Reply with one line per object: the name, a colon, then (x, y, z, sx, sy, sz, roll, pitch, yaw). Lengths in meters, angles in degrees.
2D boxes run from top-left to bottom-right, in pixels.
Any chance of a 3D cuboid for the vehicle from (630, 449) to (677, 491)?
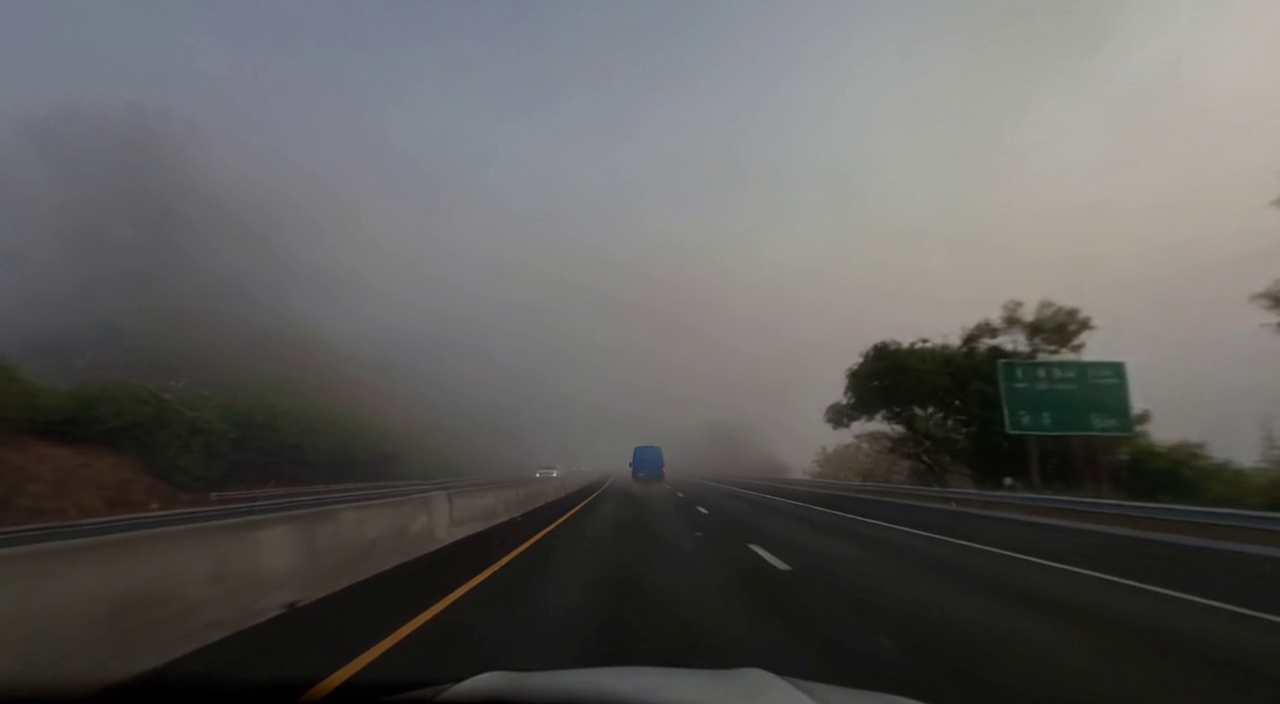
vehicle: (0.693, 6.635, 35.441, 2.429, 2.167, 4.558, 1, -11, -1)
